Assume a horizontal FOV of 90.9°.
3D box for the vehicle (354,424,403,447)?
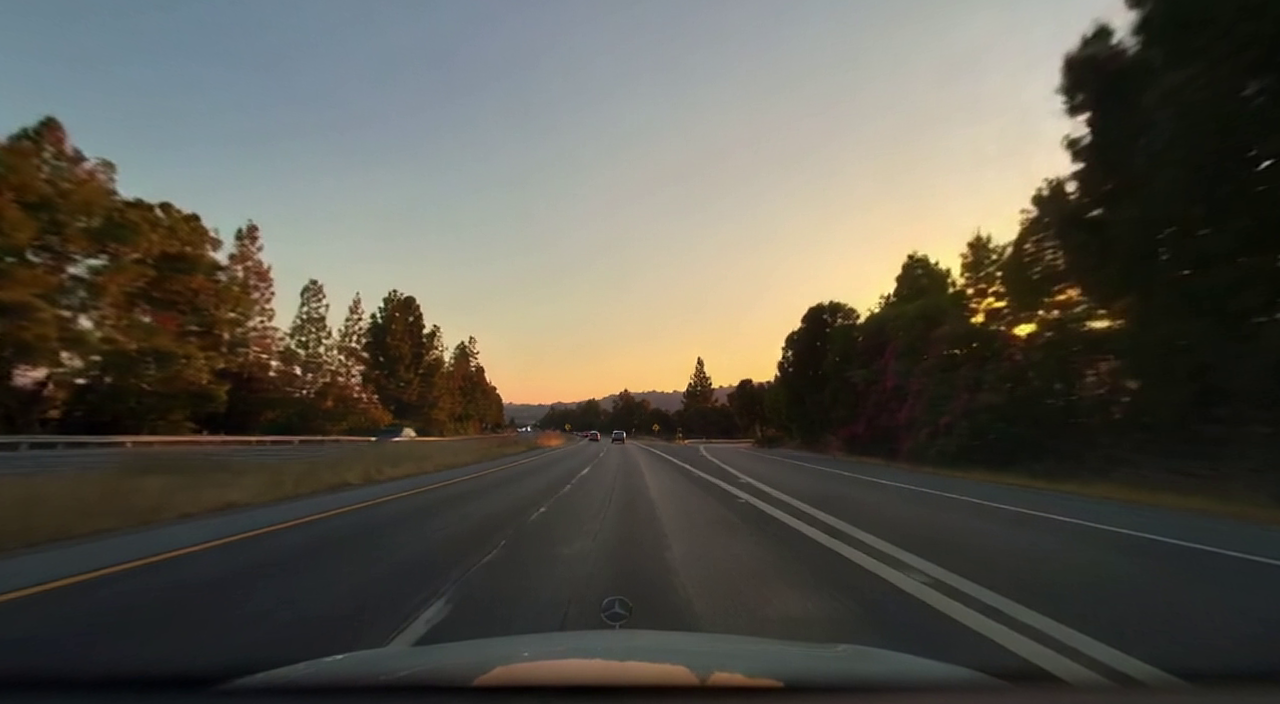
[{"bbox_3d":[-17.337,5.555,41.986,1.761,1.429,3.686,0,-8,-1],"label":"vehicle"}]
